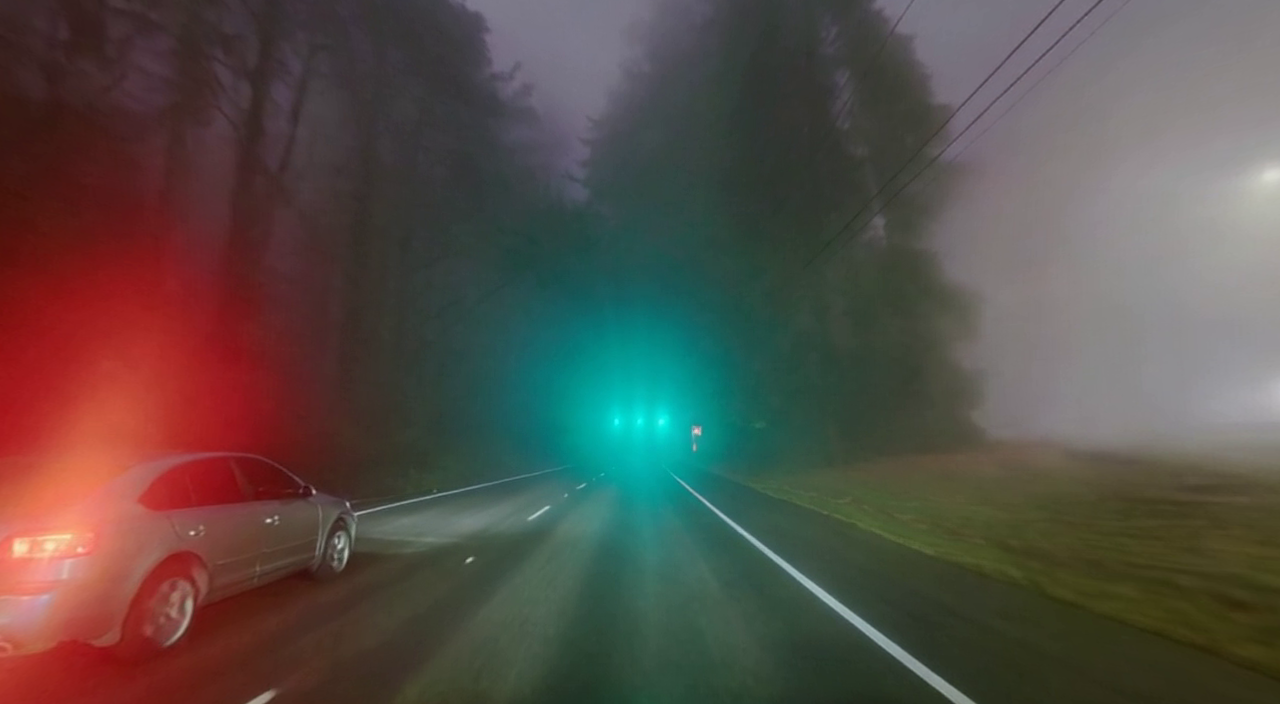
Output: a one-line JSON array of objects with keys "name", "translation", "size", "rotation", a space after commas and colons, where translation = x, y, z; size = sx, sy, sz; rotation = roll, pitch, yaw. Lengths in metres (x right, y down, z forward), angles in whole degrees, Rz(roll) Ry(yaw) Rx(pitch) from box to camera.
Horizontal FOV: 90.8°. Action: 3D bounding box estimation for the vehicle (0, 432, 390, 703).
[{"name": "vehicle", "translation": [-3.959, 1.448, 5.354], "size": [1.946, 1.437, 4.154], "rotation": [0, -8, 1]}]
